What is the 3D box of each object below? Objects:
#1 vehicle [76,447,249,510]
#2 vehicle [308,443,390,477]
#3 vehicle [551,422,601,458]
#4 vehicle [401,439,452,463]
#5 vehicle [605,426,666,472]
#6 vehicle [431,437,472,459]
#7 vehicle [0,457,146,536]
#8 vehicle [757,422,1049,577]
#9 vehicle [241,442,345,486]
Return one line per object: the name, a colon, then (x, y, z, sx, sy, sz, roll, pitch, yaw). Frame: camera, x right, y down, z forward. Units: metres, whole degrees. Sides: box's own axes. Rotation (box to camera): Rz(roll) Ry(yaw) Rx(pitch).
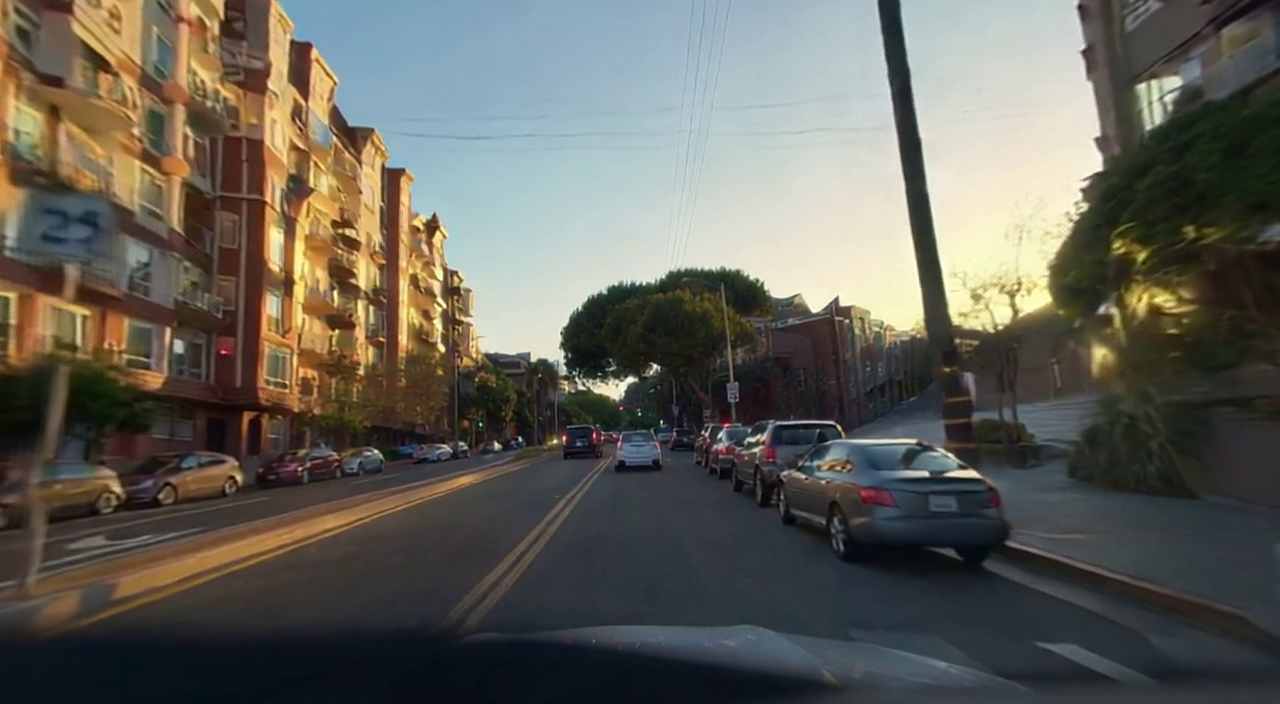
vehicle: (-13.880, 3.641, 18.769, 1.805, 1.580, 4.477, 0, -8, -3)
vehicle: (-13.902, 5.138, 30.434, 1.837, 1.470, 4.263, 0, -8, 1)
vehicle: (-3.214, 4.561, 32.653, 2.065, 1.705, 4.353, 0, -8, 1)
vehicle: (-13.982, 6.493, 41.696, 1.907, 1.480, 4.498, 0, -8, -1)
vehicle: (-0.177, 3.505, 22.933, 2.026, 1.496, 3.701, 0, -8, -1)
vehicle: (-14.001, 7.132, 47.059, 1.839, 1.594, 4.055, 0, -8, -1)
vehicle: (-13.662, 3.120, 13.908, 1.863, 1.468, 4.565, 0, -8, 0)
vehicle: (2.956, 1.743, 8.389, 1.874, 1.468, 4.550, 0, -8, -1)
vehicle: (-14.037, 4.512, 25.895, 1.887, 1.619, 4.208, 0, -8, -1)
